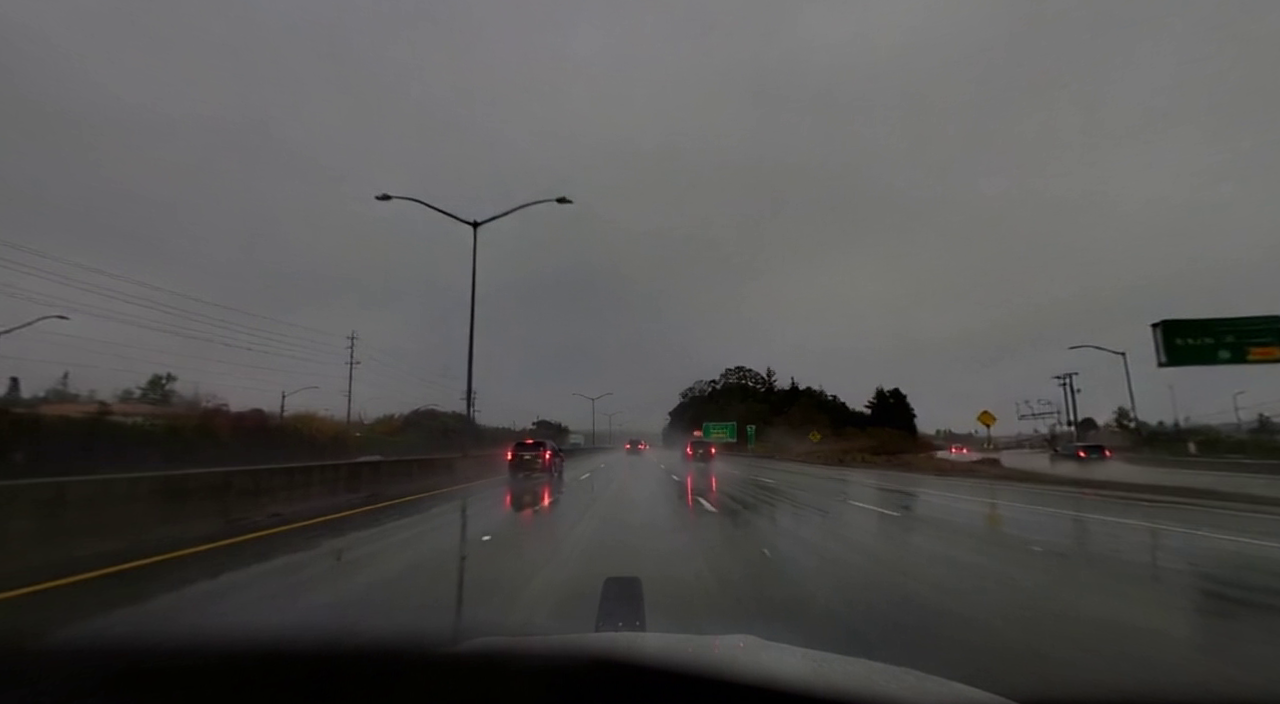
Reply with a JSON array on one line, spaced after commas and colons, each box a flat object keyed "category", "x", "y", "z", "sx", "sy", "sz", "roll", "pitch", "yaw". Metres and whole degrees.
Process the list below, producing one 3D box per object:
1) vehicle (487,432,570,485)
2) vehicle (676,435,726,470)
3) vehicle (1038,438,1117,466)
[{"category": "vehicle", "x": -3.829, "y": 3.737, "z": 22.520, "sx": 2.099, "sy": 1.682, "sz": 4.590, "roll": 0, "pitch": -8, "yaw": 0}, {"category": "vehicle", "x": 2.988, "y": 5.060, "z": 31.994, "sx": 1.997, "sy": 1.638, "sz": 4.281, "roll": 0, "pitch": -8, "yaw": -2}, {"category": "vehicle", "x": 29.429, "y": 6.738, "z": 42.707, "sx": 2.070, "sy": 1.782, "sz": 5.006, "roll": -1, "pitch": -8, "yaw": 5}]
